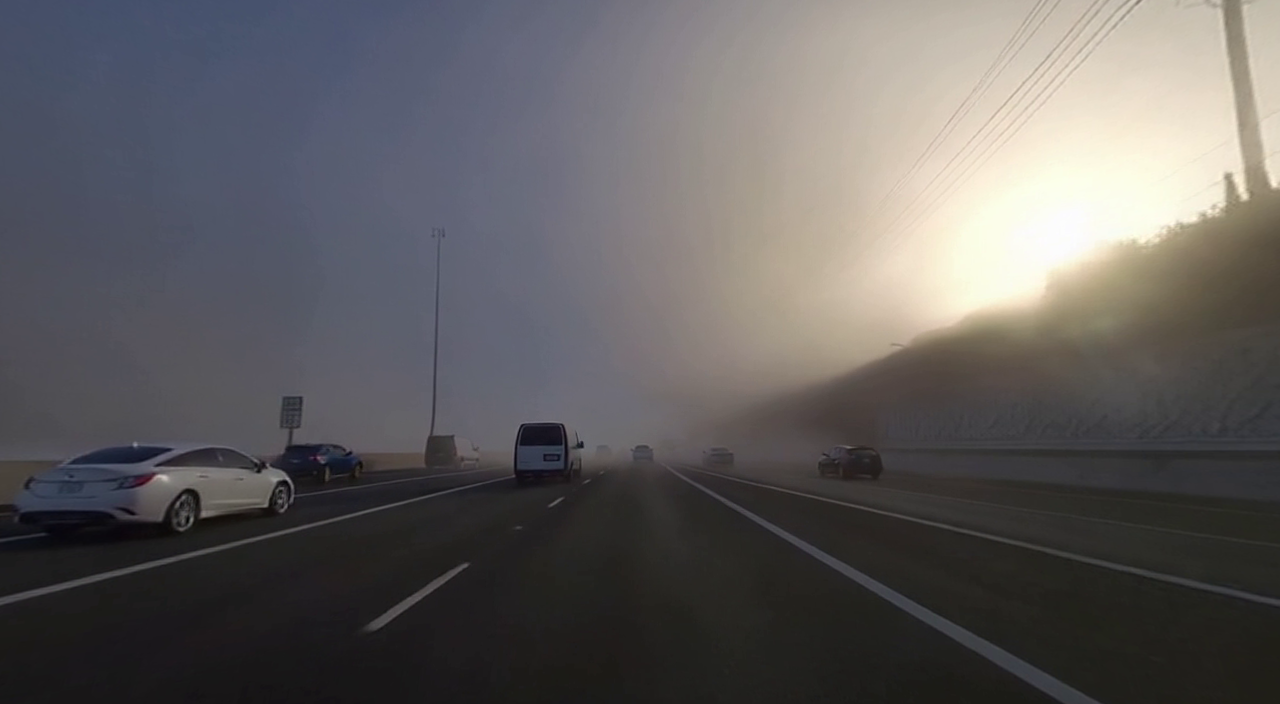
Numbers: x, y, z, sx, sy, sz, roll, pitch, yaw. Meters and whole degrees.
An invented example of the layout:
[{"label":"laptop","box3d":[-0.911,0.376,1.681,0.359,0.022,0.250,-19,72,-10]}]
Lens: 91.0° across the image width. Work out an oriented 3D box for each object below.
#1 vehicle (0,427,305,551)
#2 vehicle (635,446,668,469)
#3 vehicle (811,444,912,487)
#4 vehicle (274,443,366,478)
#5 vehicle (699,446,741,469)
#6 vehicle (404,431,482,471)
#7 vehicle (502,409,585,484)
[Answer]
[{"label":"vehicle","box3d":[-7.609,2.065,10.176,1.967,1.525,4.458,0,-9,-1]},{"label":"vehicle","box3d":[0.761,7.406,44.416,2.084,1.492,4.137,0,-9,-2]},{"label":"vehicle","box3d":[8.242,4.259,23.954,2.052,1.470,4.364,0,-9,-3]},{"label":"vehicle","box3d":[-15.037,5.120,29.927,1.937,1.523,4.708,0,-9,0]},{"label":"vehicle","box3d":[5.574,7.453,44.517,2.095,1.504,4.536,0,-9,-3]},{"label":"vehicle","box3d":[-11.482,5.863,37.308,2.596,2.162,6.328,0,-9,0]},{"label":"vehicle","box3d":[-3.729,3.840,25.595,2.395,2.660,5.827,0,-9,0]}]
